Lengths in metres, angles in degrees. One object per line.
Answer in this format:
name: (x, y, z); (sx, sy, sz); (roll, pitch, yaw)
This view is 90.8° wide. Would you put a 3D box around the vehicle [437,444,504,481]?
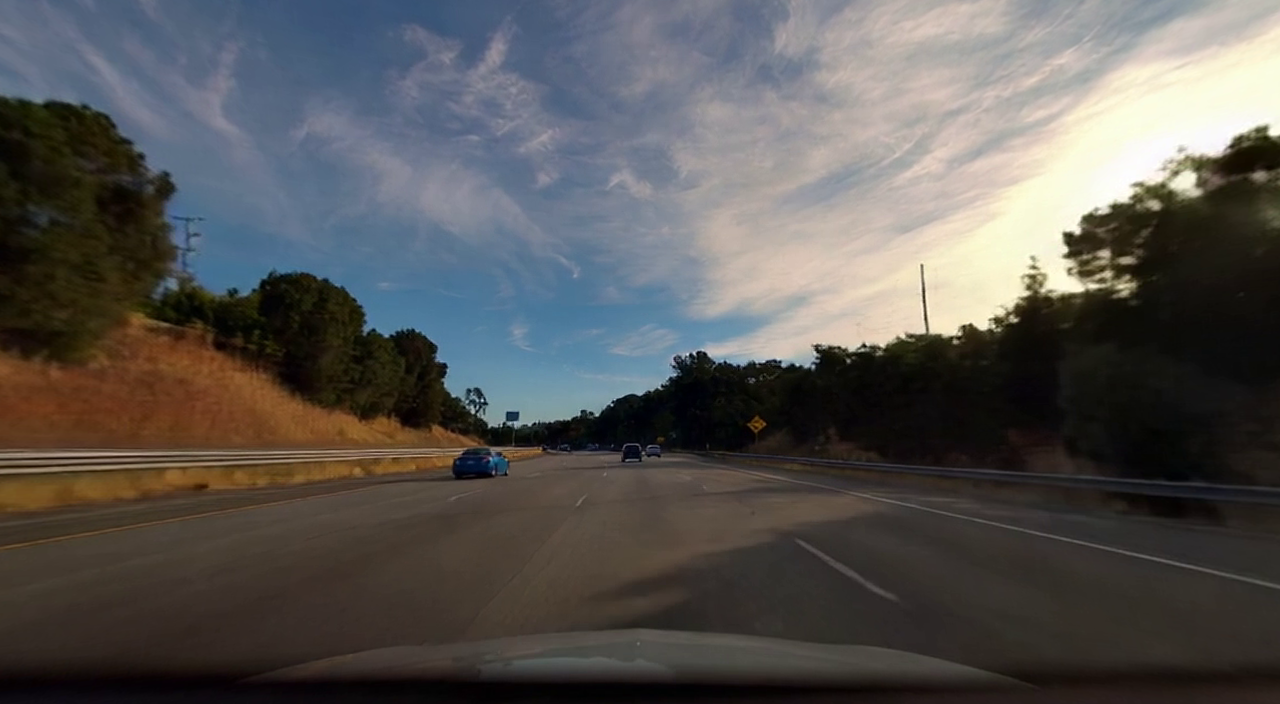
vehicle: (-7.423, 4.855, 28.022); (1.915, 1.479, 3.843); (0, -8, -1)
